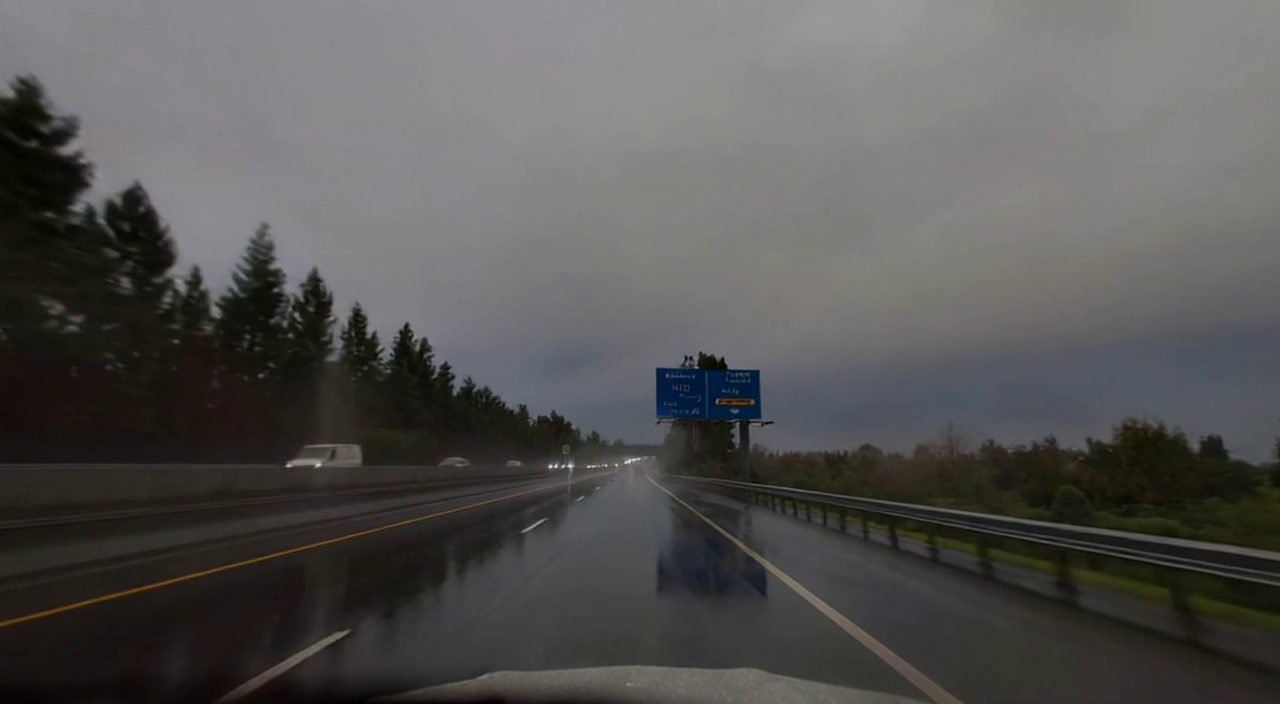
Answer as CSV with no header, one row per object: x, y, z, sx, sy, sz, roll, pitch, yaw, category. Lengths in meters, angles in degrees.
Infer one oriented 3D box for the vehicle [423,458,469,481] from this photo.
-13.587,8.282,44.323,1.892,1.505,3.912,1,-10,0,vehicle

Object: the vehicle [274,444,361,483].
-17.318,6.055,34.149,2.202,1.949,4.821,1,-10,-1,vehicle
